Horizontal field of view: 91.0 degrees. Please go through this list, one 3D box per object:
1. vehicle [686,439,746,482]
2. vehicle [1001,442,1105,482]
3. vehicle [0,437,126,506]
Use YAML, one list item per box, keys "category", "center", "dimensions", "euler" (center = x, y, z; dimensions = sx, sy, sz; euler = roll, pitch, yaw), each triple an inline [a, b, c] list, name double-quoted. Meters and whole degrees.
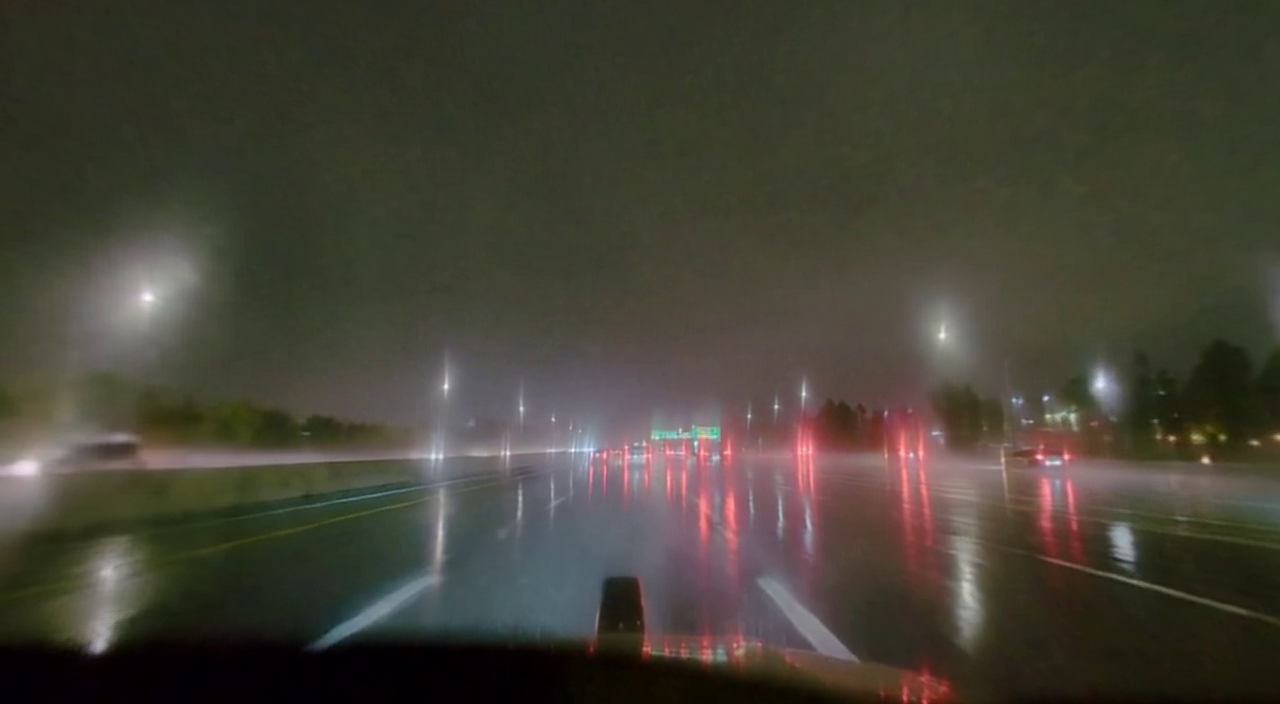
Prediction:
- category: "vehicle"
  center: [3.335, 4.864, 28.540]
  dimensions: [2.147, 1.794, 4.538]
  euler: [0, -9, 0]
- category: "vehicle"
  center: [20.285, 5.401, 31.249]
  dimensions: [2.116, 1.754, 4.727]
  euler: [0, -9, 3]
- category: "vehicle"
  center: [-18.106, 3.384, 18.118]
  dimensions: [2.066, 1.824, 5.243]
  euler: [0, -9, 2]
